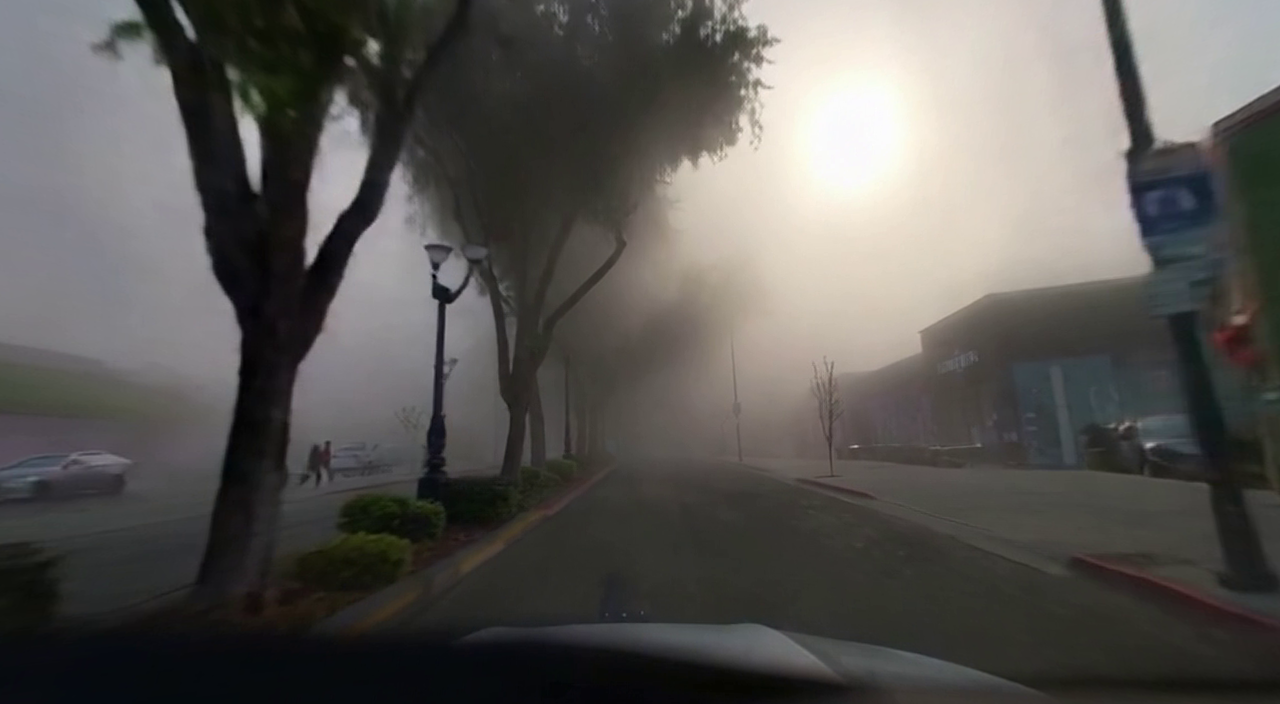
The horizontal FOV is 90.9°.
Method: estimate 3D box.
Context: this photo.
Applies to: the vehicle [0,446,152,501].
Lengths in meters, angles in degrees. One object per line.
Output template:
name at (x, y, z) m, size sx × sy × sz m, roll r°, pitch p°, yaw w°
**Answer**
vehicle at (-18.256, 3.735, 19.884) m, size 1.837 × 1.471 × 4.756 m, roll 0°, pitch -8°, yaw 1°
